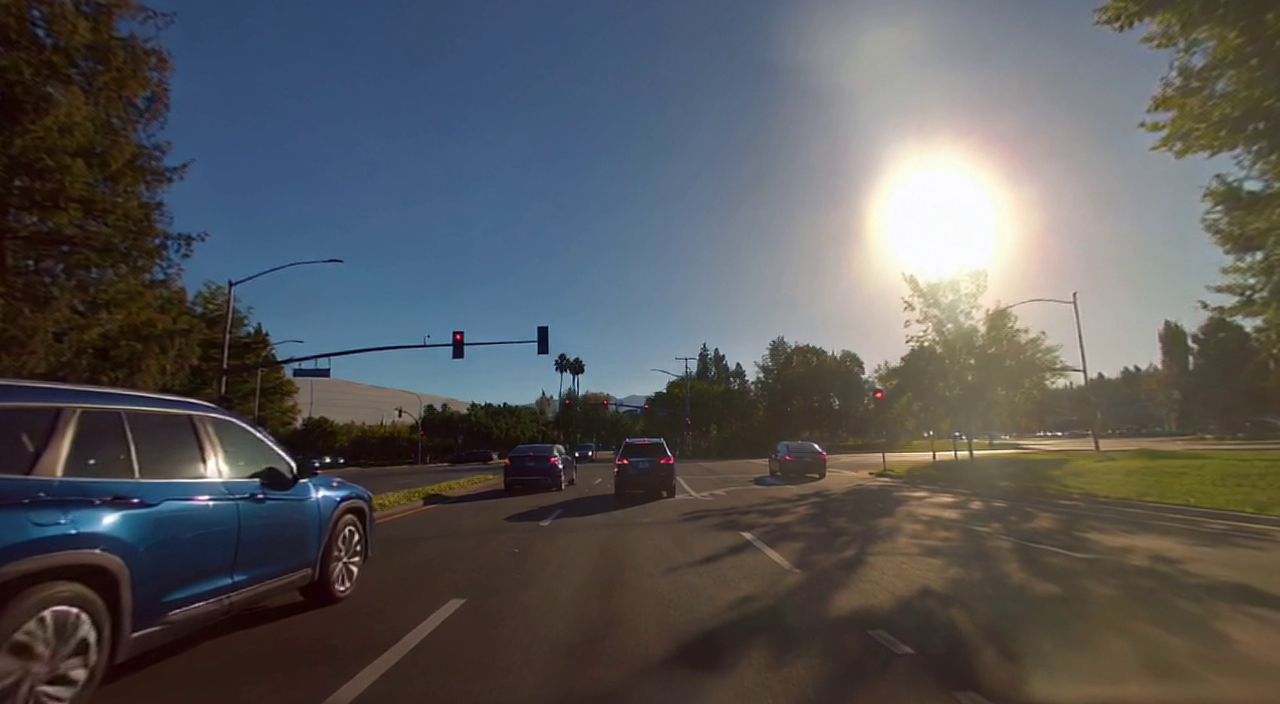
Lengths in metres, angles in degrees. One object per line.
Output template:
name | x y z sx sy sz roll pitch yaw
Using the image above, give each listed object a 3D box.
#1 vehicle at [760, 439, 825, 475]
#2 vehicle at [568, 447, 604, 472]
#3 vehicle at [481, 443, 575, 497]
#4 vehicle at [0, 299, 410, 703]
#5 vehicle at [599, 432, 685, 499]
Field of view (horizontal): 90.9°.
vehicle | 7.948 5.517 33.364 2.166 1.761 4.692 0 -8 -1
vehicle | -3.425 6.843 40.530 2.004 1.484 4.480 0 -8 -1
vehicle | -3.436 3.722 20.427 2.061 1.504 5.142 0 -8 1
vehicle | -3.484 0.943 3.640 2.320 1.863 5.148 0 -8 1
vehicle | 0.069 3.327 18.905 2.298 1.770 4.138 0 -8 0
